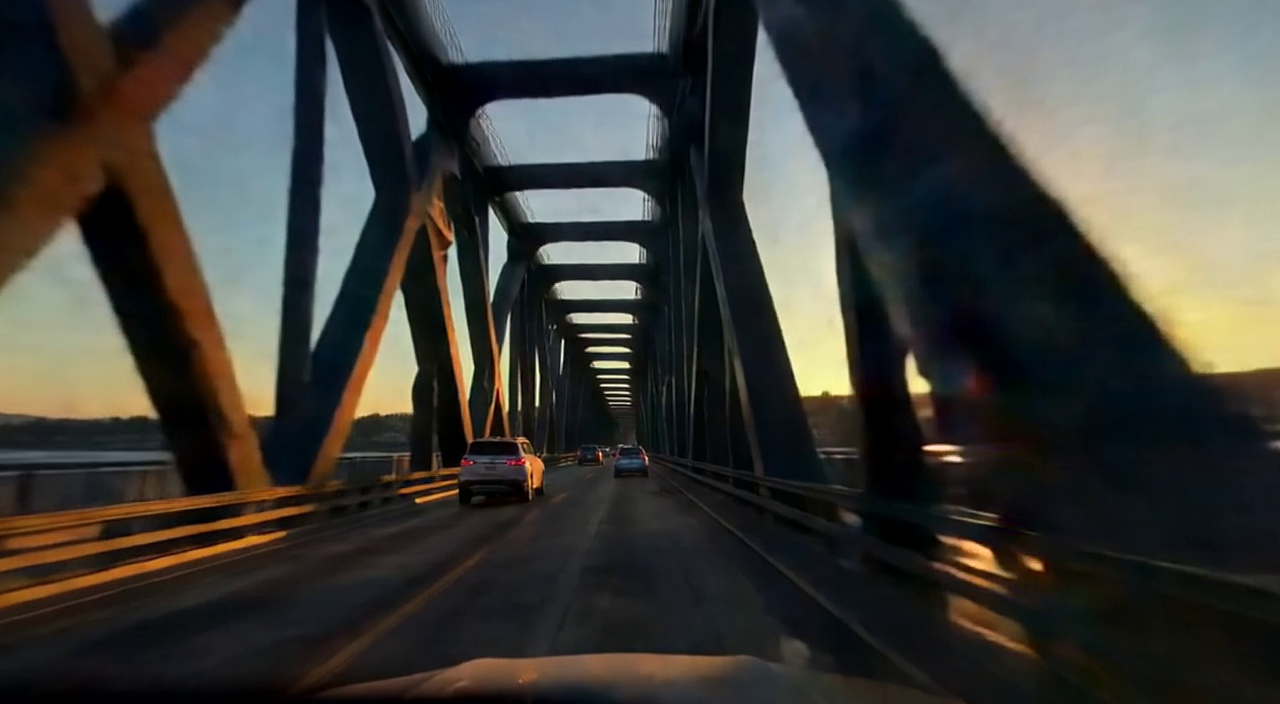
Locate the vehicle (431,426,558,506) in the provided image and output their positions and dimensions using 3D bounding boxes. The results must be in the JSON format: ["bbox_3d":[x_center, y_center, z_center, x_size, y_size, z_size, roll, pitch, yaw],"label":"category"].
[{"bbox_3d":[-3.664,2.995,16.990,2.190,1.807,4.741,-1,-9,1],"label":"vehicle"}]

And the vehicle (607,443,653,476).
[{"bbox_3d":[-0.481,5.124,30.336,2.048,1.450,3.973,0,-9,-1],"label":"vehicle"}]
